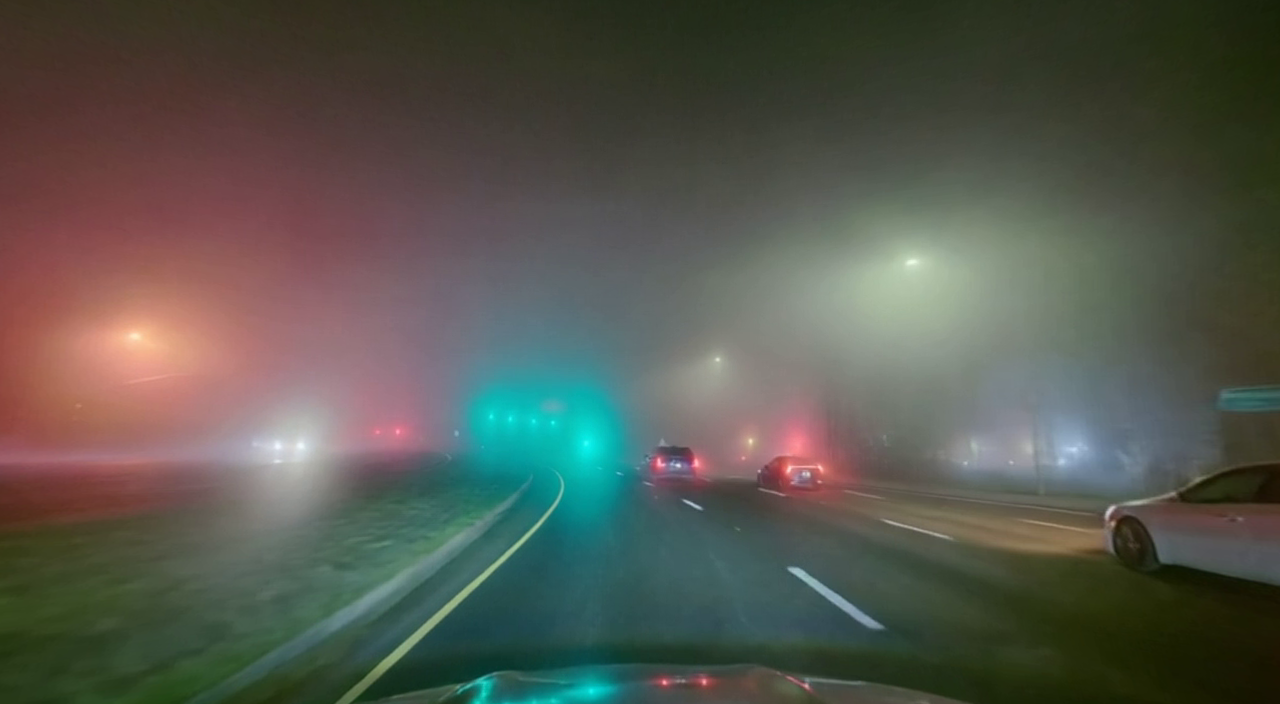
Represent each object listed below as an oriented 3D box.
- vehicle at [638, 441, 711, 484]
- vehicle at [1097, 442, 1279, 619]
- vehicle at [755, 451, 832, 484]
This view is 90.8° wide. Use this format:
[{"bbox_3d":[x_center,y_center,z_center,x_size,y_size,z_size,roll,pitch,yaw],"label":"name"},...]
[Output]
[{"bbox_3d":[1.332,4.589,26.571,2.122,1.646,4.525,1,-9,-9],"label":"vehicle"},{"bbox_3d":[6.360,1.471,5.120,1.882,1.476,4.344,0,-9,-3],"label":"vehicle"},{"bbox_3d":[7.321,5.541,30.639,1.940,1.460,4.652,1,-9,-9],"label":"vehicle"}]
